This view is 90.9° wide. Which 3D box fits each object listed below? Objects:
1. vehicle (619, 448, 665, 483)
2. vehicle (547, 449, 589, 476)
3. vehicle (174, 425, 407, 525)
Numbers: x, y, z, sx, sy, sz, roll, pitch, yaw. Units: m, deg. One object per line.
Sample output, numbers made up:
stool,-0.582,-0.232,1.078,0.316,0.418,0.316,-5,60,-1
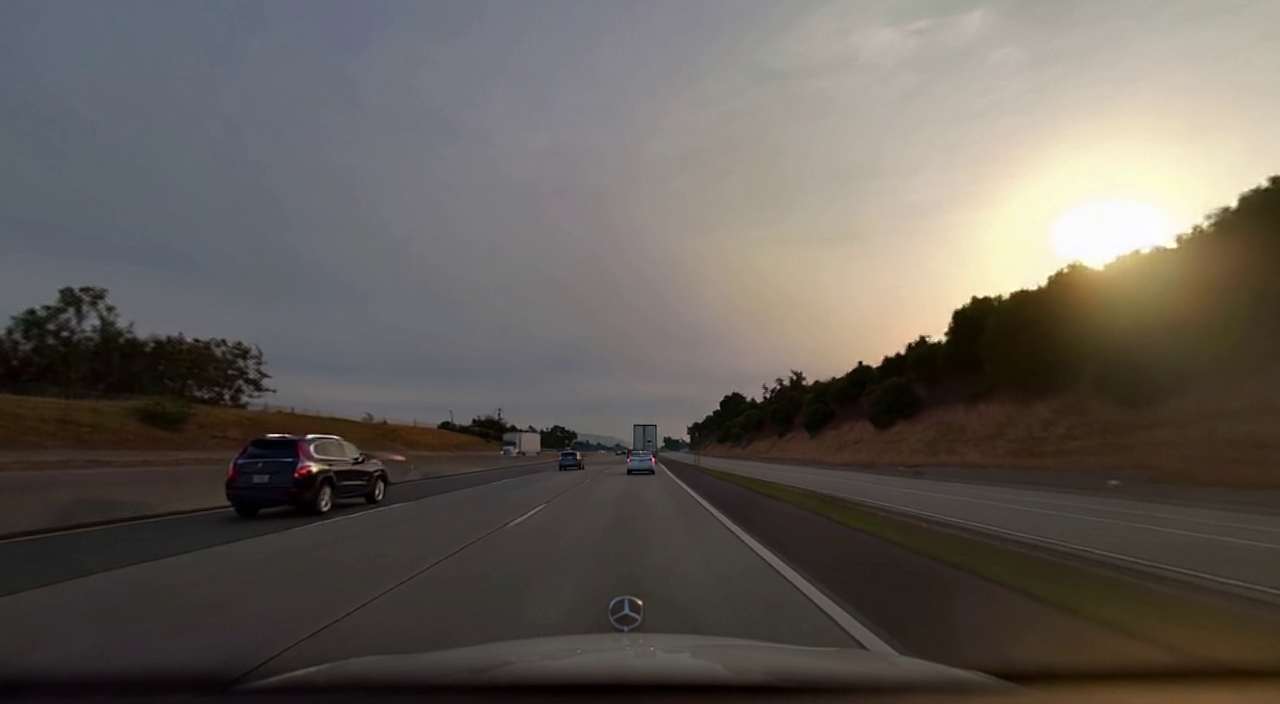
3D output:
vehicle,0.073,5.200,29.093,1.991,1.507,3.391,0,-9,-1
vehicle,-4.253,6.601,37.922,2.018,1.504,4.431,0,-9,0
vehicle,-7.647,2.762,14.696,2.316,1.875,5.337,0,-9,0
